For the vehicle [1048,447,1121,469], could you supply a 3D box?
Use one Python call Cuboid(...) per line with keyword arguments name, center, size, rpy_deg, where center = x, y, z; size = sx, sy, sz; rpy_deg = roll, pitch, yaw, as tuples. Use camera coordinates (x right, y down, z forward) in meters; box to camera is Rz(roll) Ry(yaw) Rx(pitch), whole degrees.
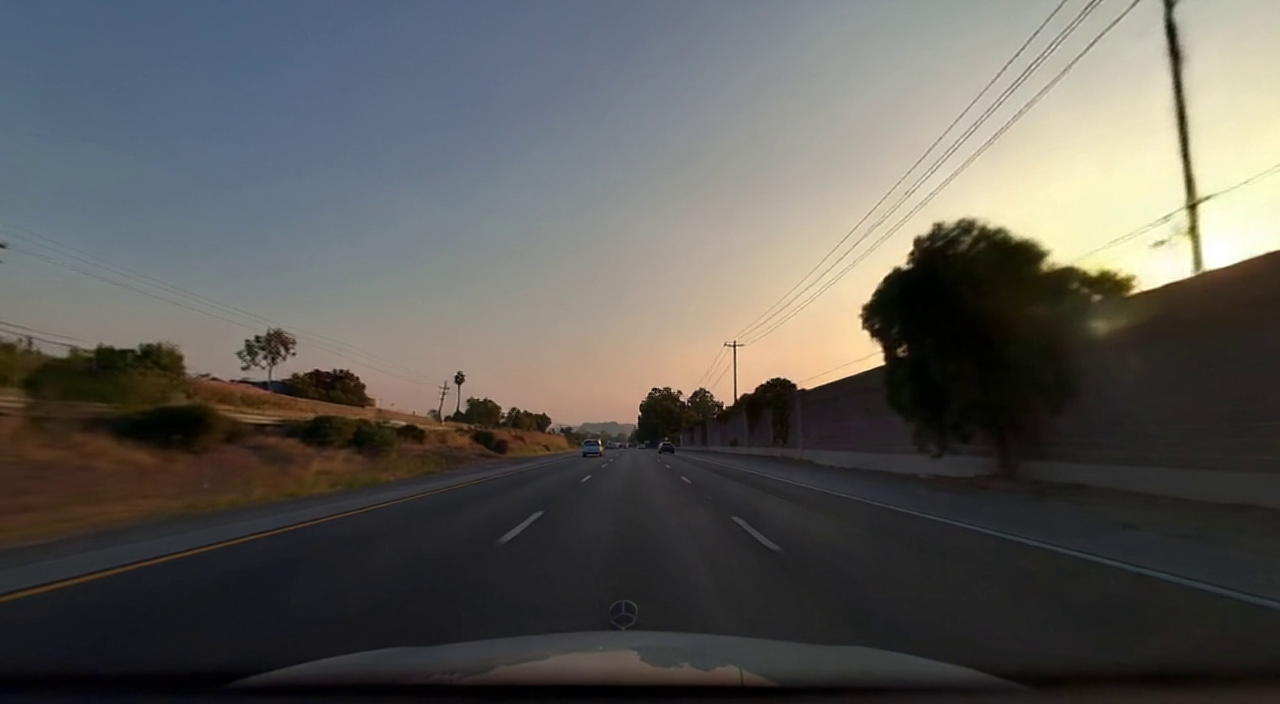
Cuboid(name="vehicle", center=(33.277, 7.902, 47.511), size=(1.874, 1.546, 5.052), rpy_deg=(0, -8, 0))
